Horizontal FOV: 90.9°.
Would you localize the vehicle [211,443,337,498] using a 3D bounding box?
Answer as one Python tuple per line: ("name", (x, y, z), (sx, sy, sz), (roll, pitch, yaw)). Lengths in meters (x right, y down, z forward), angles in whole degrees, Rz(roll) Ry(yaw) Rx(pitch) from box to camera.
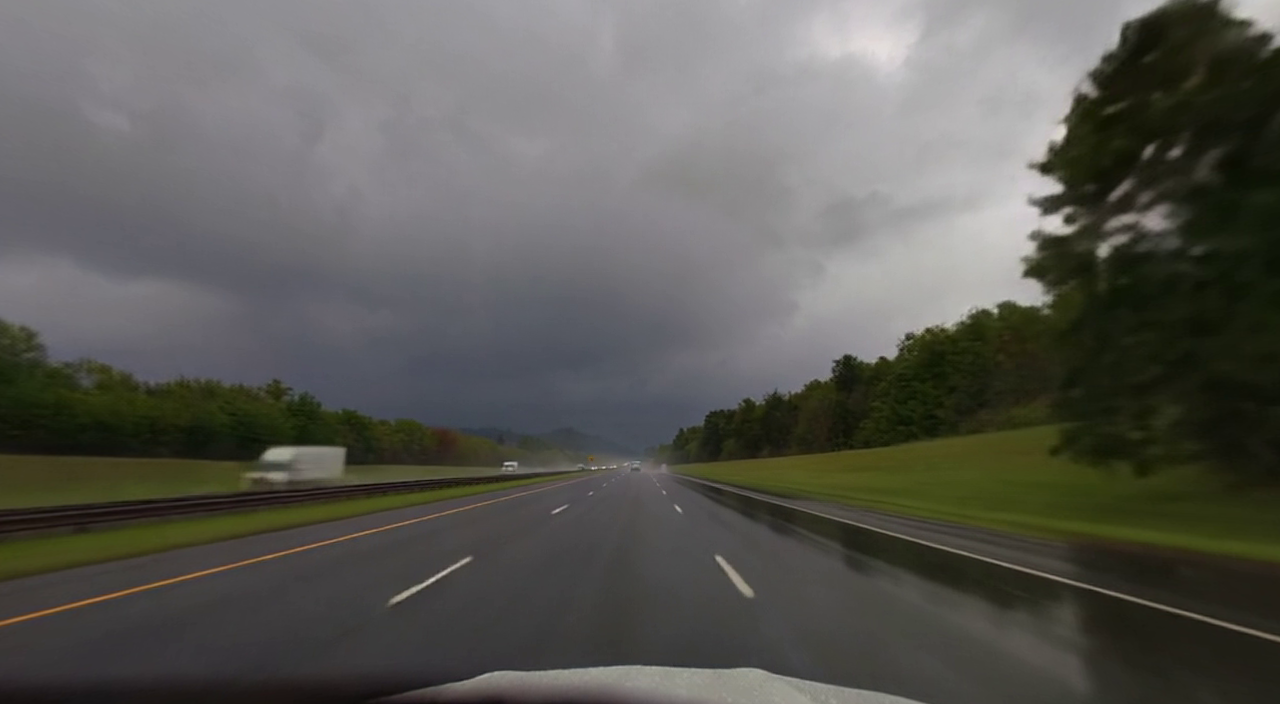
("vehicle", (-16.836, 5.546, 29.522), (2.243, 2.265, 5.976), (1, -10, 0))
